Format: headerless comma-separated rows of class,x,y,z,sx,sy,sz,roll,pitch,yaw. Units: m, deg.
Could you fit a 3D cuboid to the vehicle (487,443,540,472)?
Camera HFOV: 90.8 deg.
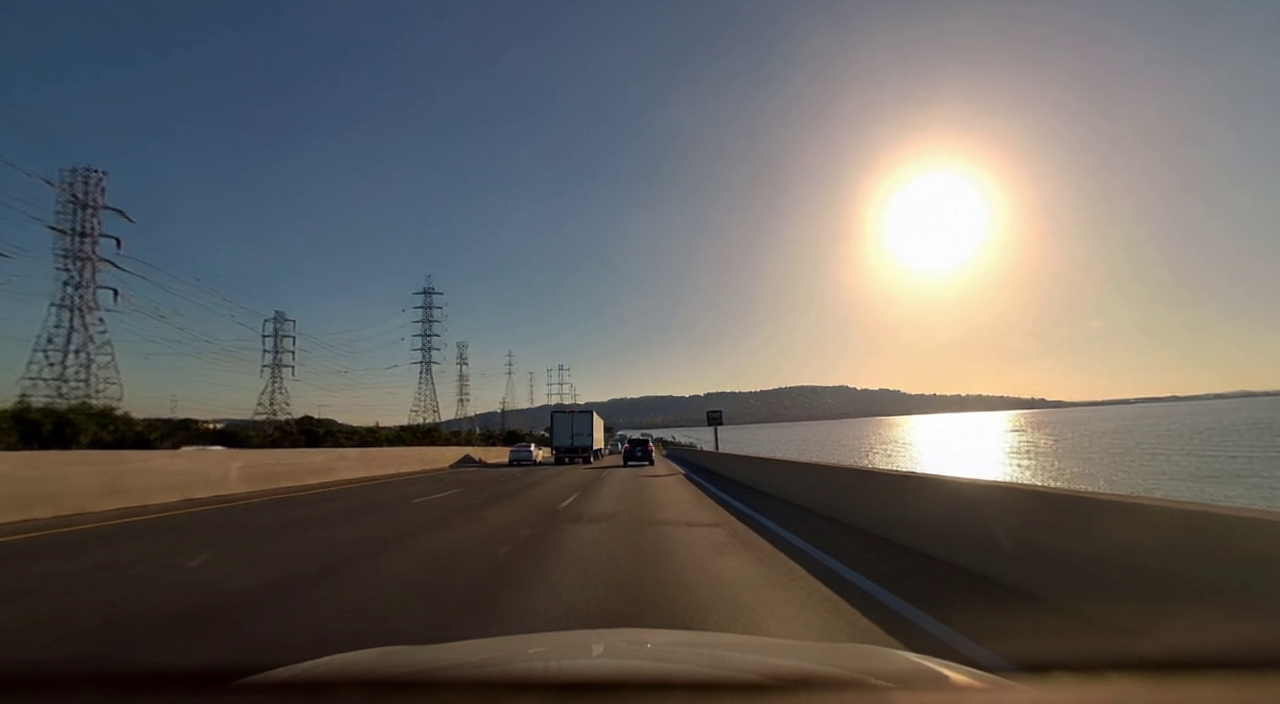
vehicle,-7.133,6.004,36.126,2.004,1.545,4.513,0,-9,1

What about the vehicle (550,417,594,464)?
vehicle,-3.754,4.959,35.283,2.178,2.522,2.054,0,-9,1

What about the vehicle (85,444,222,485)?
vehicle,-19.236,4.425,25.272,1.841,1.466,4.555,0,-9,0

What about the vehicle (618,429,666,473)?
vehicle,0.129,5.253,33.491,2.358,2.144,4.713,0,-9,0
